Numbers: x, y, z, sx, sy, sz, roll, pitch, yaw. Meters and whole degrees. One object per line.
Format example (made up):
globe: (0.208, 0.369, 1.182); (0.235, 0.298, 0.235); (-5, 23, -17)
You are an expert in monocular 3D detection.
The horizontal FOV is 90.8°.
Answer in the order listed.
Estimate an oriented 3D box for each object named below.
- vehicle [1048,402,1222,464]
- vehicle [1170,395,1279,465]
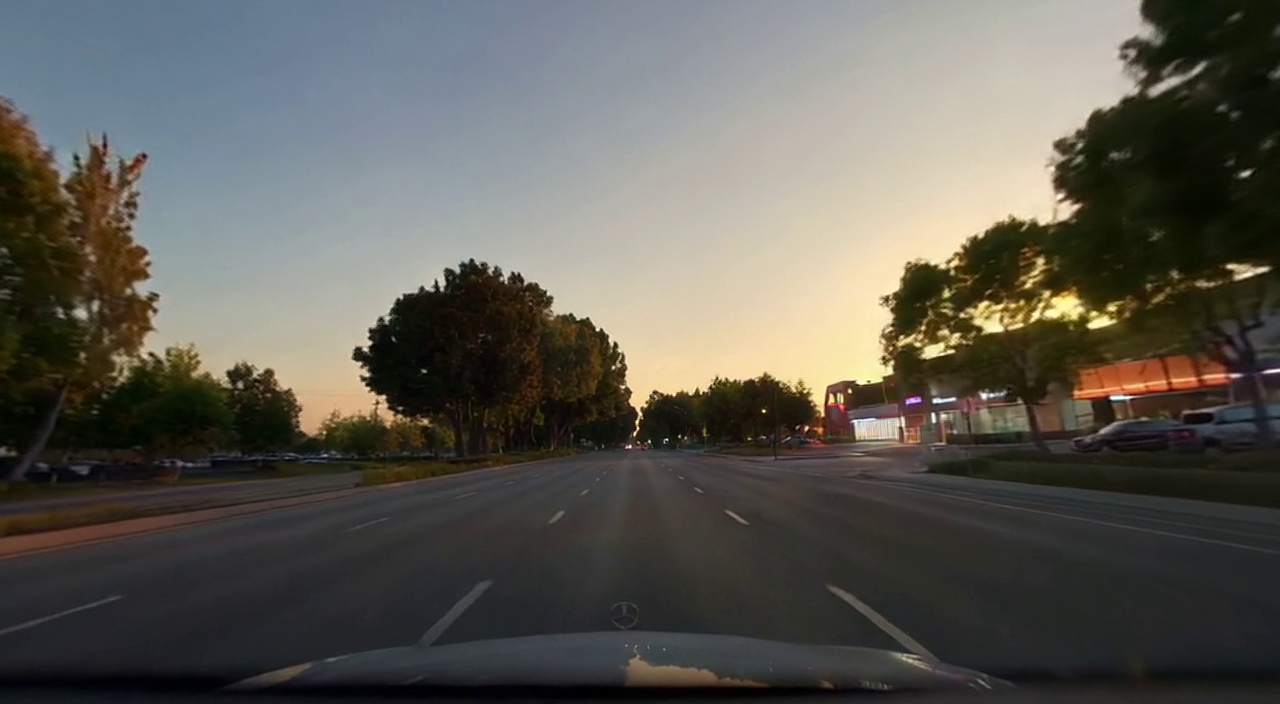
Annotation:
vehicle: (26.304, 4.353, 33.810); (6.937, 2.503, 2.325); (-6, -8, 2)
vehicle: (26.458, 3.198, 25.883); (7.147, 2.712, 2.343); (0, -8, 1)
